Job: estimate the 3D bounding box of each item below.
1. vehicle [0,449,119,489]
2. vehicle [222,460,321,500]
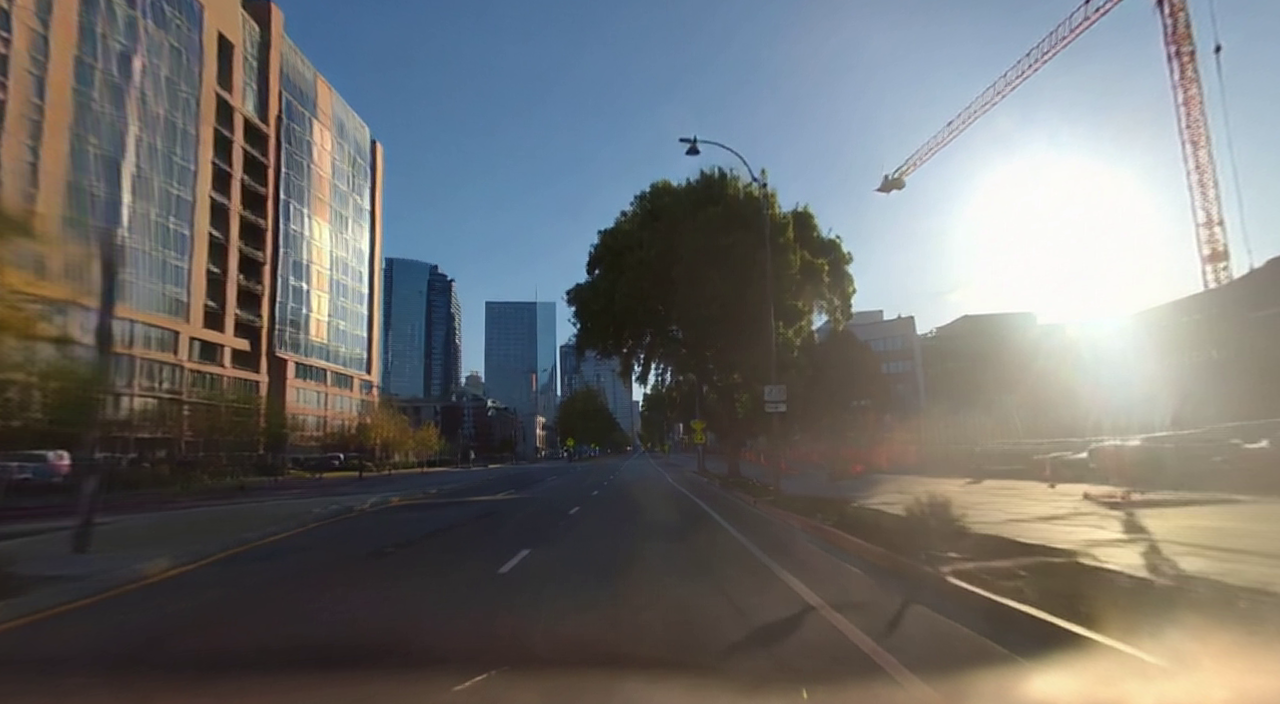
[{"bbox_3d":[-25.329,4.958,26.854,4.308,1.612,1.989,1,-9,-2],"label":"vehicle"},{"bbox_3d":[-17.092,5.943,29.521,1.921,1.541,4.541,-1,-8,0],"label":"vehicle"}]
